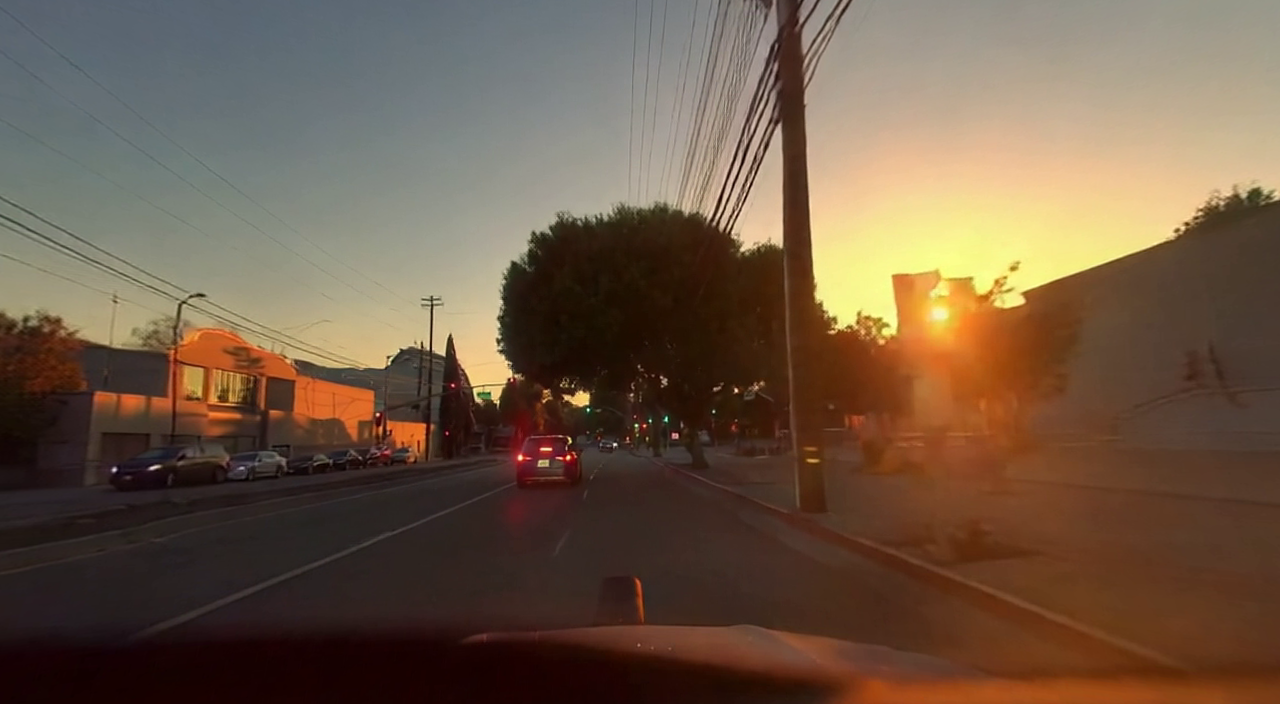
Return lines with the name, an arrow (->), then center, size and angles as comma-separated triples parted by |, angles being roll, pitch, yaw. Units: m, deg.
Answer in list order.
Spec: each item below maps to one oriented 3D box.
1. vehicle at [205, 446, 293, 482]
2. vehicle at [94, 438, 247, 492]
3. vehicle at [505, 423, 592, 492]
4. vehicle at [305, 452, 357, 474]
vehicle -> -21.500, 6.138, 35.031 | 2.015, 1.815, 4.856 | 0, -8, -4
vehicle -> -21.352, 5.129, 29.281 | 2.369, 2.159, 6.388 | 0, -8, -2
vehicle -> -2.522, 3.033, 18.399 | 2.022, 1.757, 4.041 | 0, -8, -2
vehicle -> -22.209, 7.961, 45.620 | 1.790, 1.415, 4.450 | 0, -8, -4
